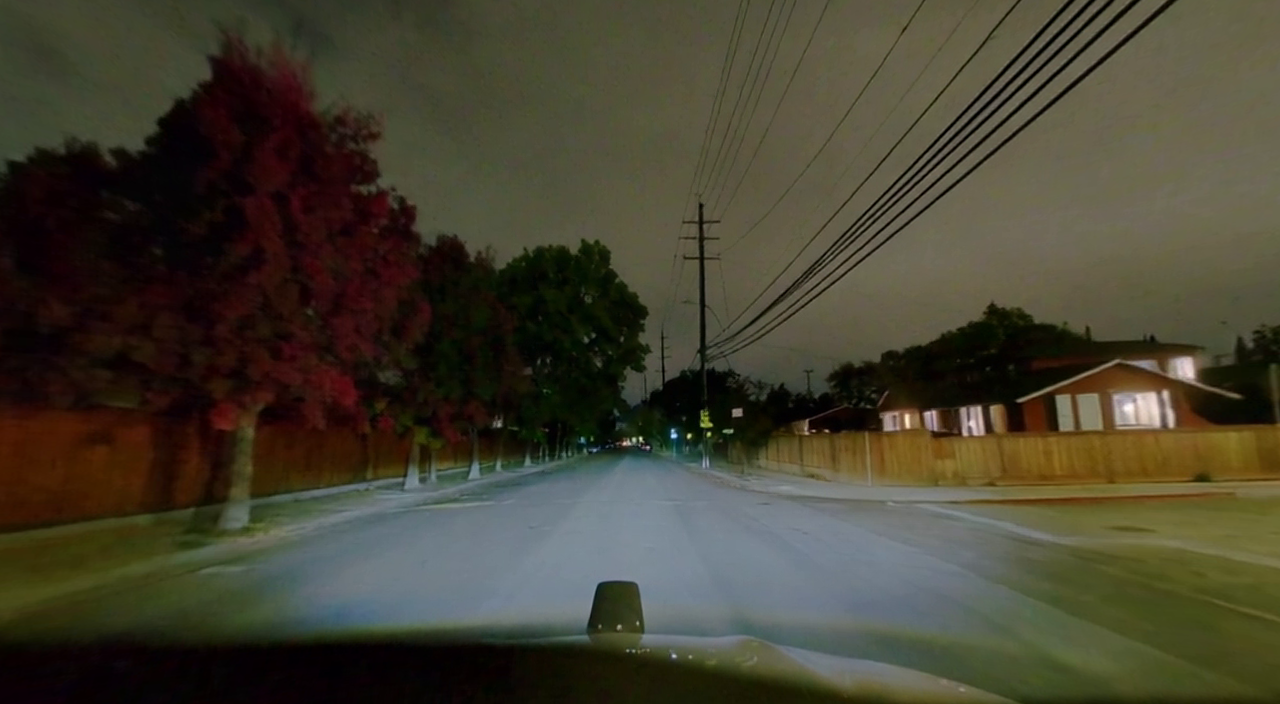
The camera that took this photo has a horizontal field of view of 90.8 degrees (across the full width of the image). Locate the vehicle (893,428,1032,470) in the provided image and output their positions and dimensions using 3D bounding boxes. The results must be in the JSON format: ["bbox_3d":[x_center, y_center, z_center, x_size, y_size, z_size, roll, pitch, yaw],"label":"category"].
[{"bbox_3d":[12.344,3.744,24.516,4.286,1.525,2.219,-1,-9,10],"label":"vehicle"}]
